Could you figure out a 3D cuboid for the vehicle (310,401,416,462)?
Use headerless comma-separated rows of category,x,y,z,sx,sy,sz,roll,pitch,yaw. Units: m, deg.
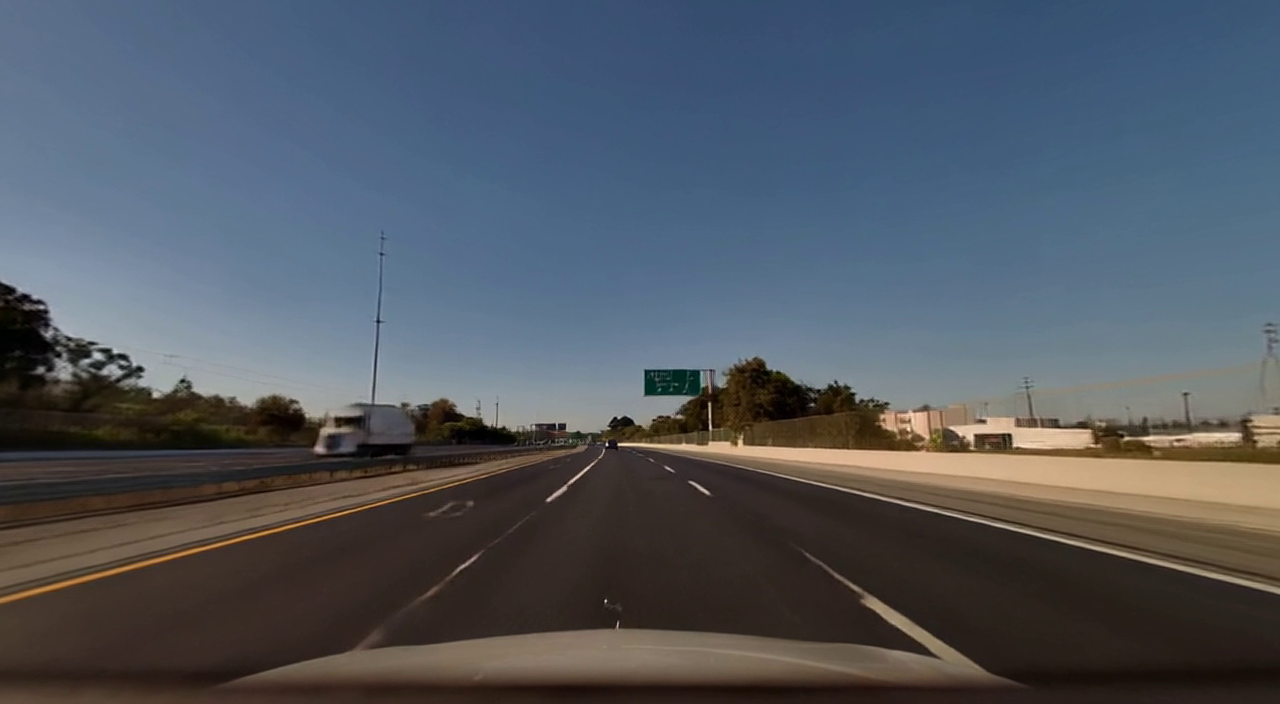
vehicle,-15.510,4.629,35.994,2.776,3.088,7.592,0,-9,-2
